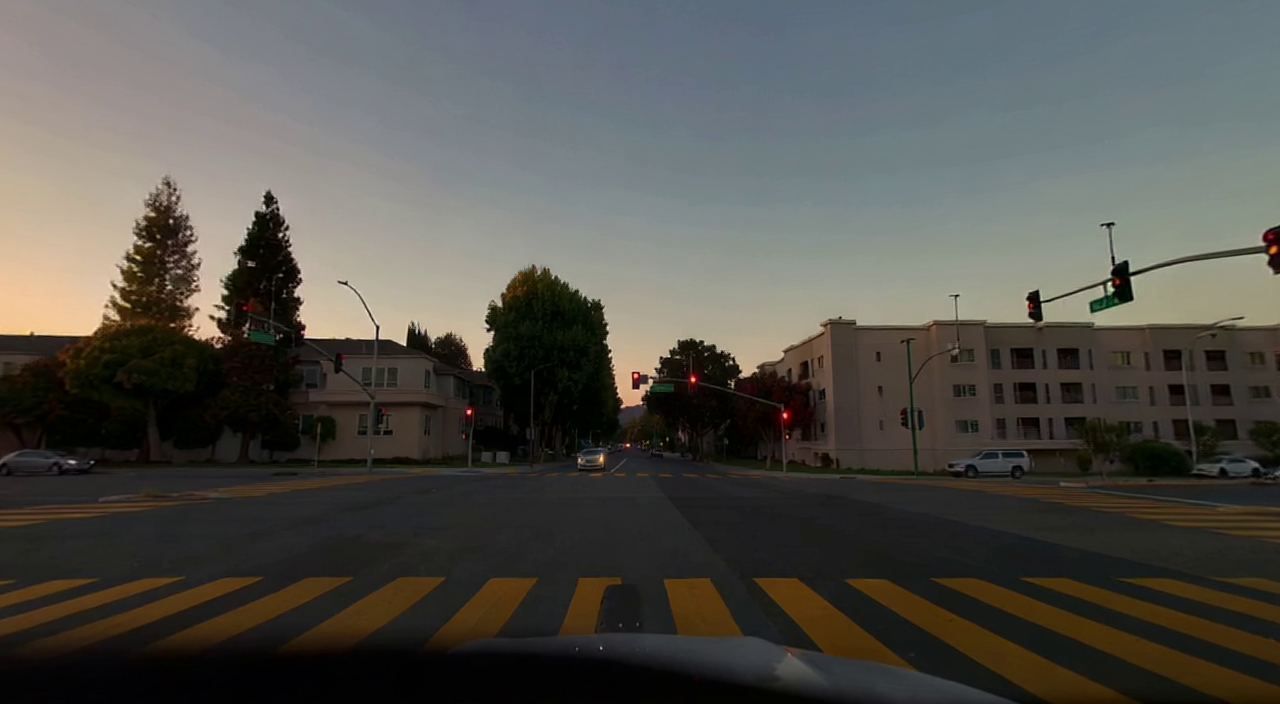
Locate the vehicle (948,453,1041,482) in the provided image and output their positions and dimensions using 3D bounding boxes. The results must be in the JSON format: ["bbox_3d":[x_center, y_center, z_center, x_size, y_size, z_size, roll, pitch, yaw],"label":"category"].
[{"bbox_3d":[21.108,6.879,37.582,4.447,1.623,1.801,0,-9,-3],"label":"vehicle"}]

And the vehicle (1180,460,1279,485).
[{"bbox_3d":[36.230,7.316,38.295,4.976,1.428,1.929,0,-9,-2],"label":"vehicle"}]

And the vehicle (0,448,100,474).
[{"bbox_3d":[-35.129,6.420,37.187,4.741,1.447,1.807,0,-9,0],"label":"vehicle"}]

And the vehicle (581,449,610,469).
[{"bbox_3d":[-3.441,8.358,49.217,1.908,1.441,4.142,0,-8,1],"label":"vehicle"}]
